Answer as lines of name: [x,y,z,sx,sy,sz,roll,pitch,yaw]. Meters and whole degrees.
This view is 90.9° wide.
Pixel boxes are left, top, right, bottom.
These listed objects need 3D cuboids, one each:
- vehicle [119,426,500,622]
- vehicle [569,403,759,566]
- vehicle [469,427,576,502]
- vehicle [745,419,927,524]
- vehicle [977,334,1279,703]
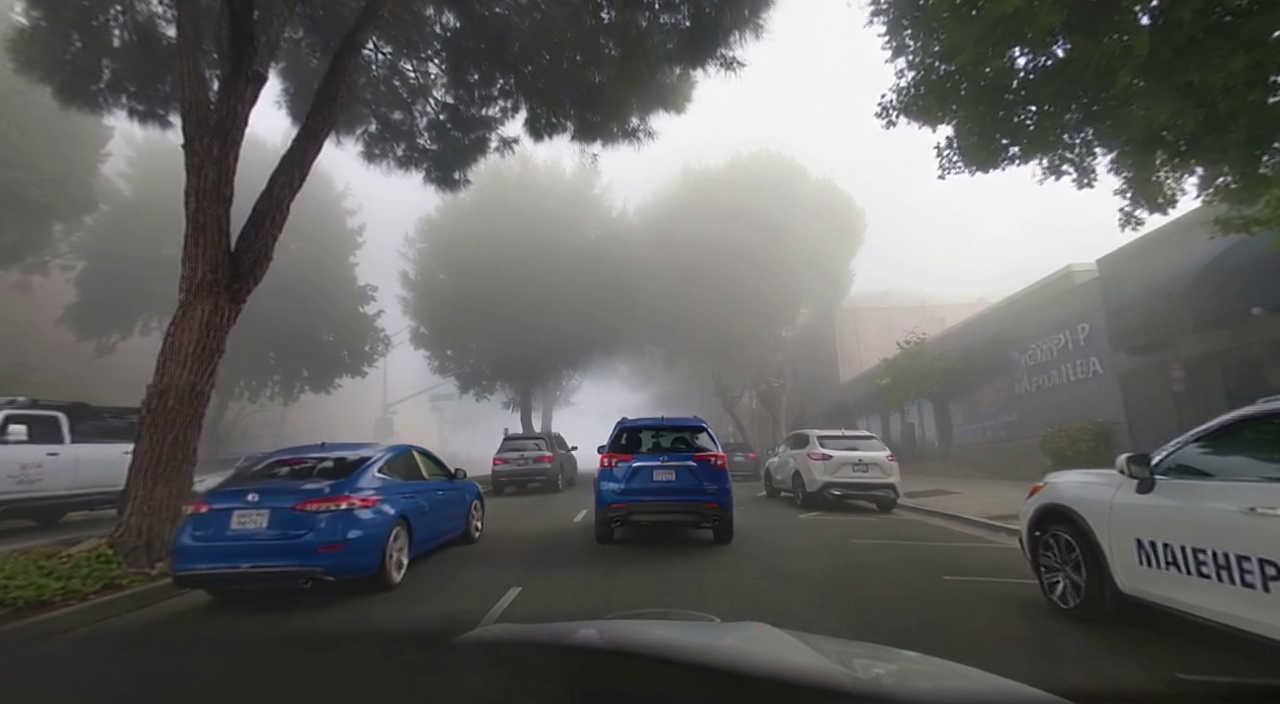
vehicle: [-2.992,1.632,6.987,1.908,1.474,4.257,0,-8,0]
vehicle: [0.262,1.754,8.995,2.075,1.770,4.018,0,-8,0]
vehicle: [-3.080,3.069,17.566,2.135,1.806,4.514,0,-8,0]
vehicle: [4.030,2.593,14.331,2.038,1.865,5.786,1,-9,-3]
vehicle: [4.033,0.890,3.054,1.987,1.877,5.330,1,-8,2]
